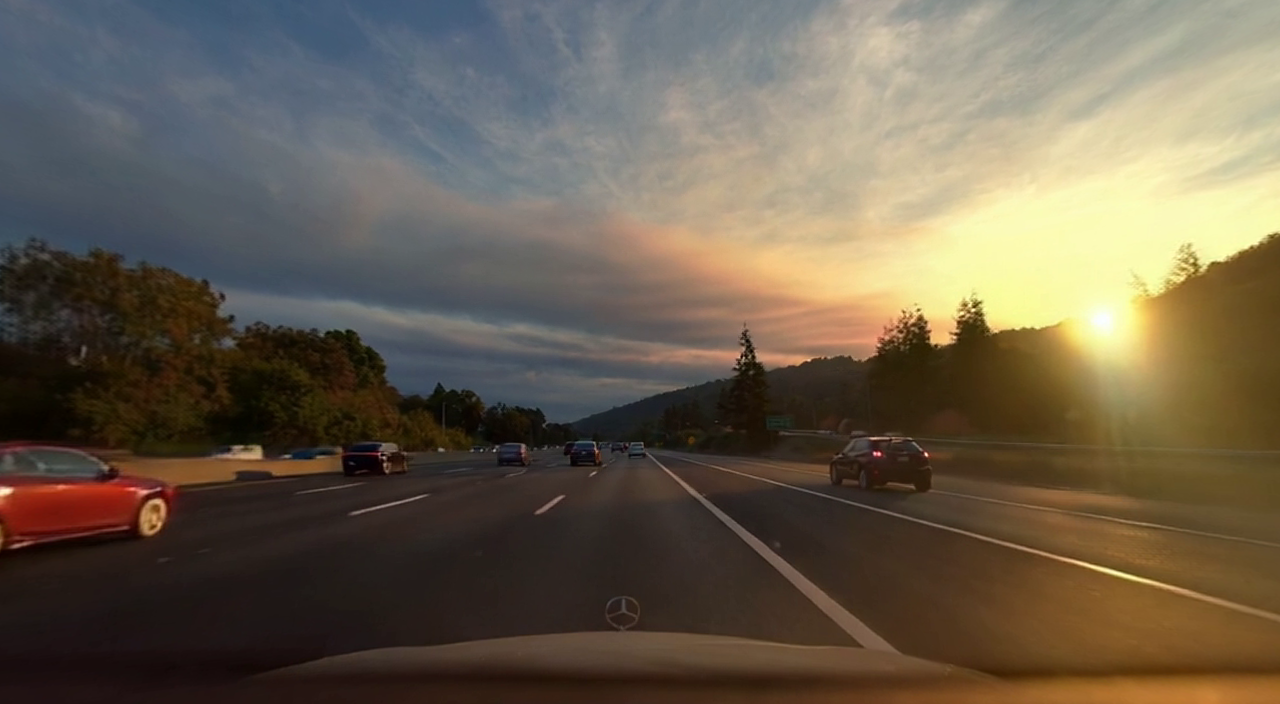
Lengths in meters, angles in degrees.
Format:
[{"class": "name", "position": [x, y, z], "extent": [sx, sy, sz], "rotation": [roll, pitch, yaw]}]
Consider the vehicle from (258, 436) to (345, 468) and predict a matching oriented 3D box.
[{"class": "vehicle", "position": [-20.881, 6.219, 39.195], "extent": [2.209, 1.819, 5.690], "rotation": [0, -9, 1]}]

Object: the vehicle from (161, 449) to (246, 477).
[{"class": "vehicle", "position": [-24.836, 6.313, 36.025], "extent": [1.866, 1.490, 4.134], "rotation": [0, -9, 0]}]

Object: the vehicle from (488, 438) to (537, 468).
[{"class": "vehicle", "position": [-7.867, 6.261, 39.215], "extent": [2.087, 1.755, 4.457], "rotation": [0, -9, 0]}]

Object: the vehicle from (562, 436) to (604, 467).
[{"class": "vehicle", "position": [-3.798, 6.735, 42.859], "extent": [2.288, 1.962, 5.119], "rotation": [0, -9, 1]}]

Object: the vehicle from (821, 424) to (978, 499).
[{"class": "vehicle", "position": [7.082, 3.050, 17.934], "extent": [2.259, 1.816, 4.862], "rotation": [0, -9, -2]}]

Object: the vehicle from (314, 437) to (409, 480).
[{"class": "vehicle", "position": [-11.329, 4.354, 25.988], "extent": [1.958, 1.633, 4.302], "rotation": [0, -9, 0]}]

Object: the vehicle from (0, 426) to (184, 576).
[{"class": "vehicle", "position": [-7.434, 1.498, 6.382], "extent": [2.071, 1.486, 4.703], "rotation": [0, -9, 0]}]
